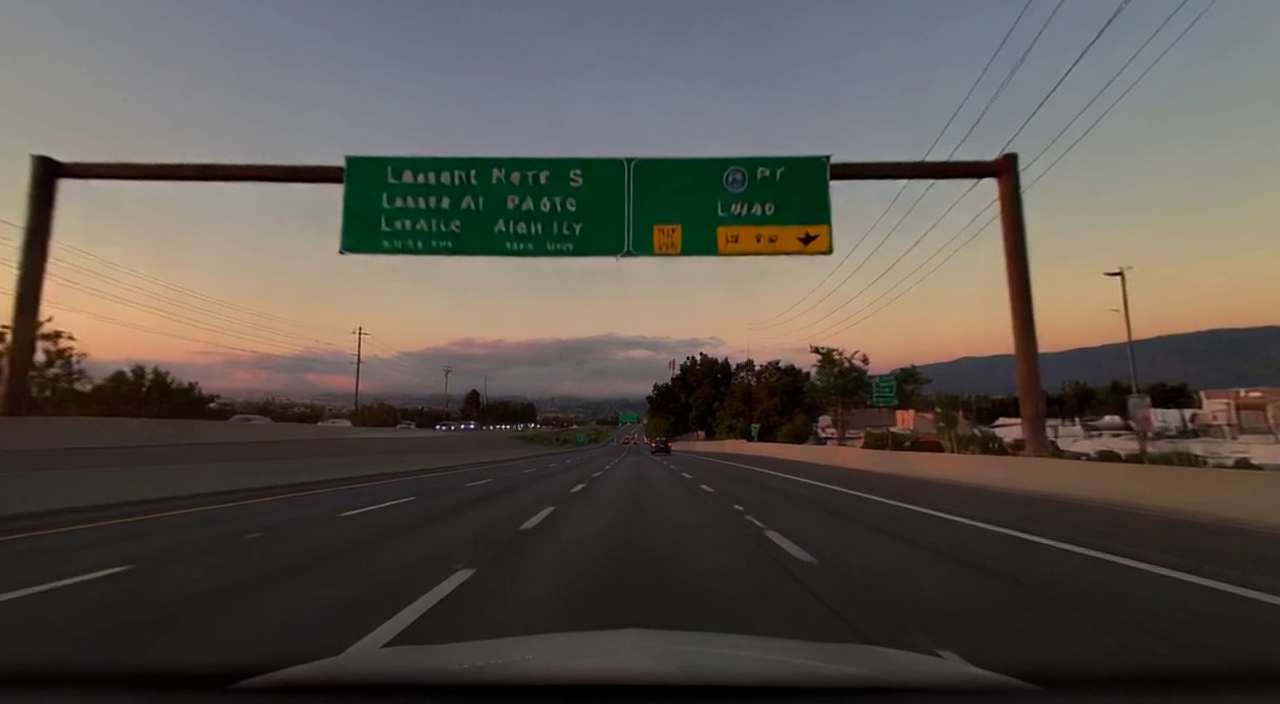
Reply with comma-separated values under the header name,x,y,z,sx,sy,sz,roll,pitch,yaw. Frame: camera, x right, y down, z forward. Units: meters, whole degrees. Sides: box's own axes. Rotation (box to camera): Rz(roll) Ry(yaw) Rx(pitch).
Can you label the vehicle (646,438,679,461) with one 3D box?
name,x,y,z,sx,sy,sz,roll,pitch,yaw
vehicle,1.498,6.651,43.110,2.036,1.486,4.375,0,-8,-1
